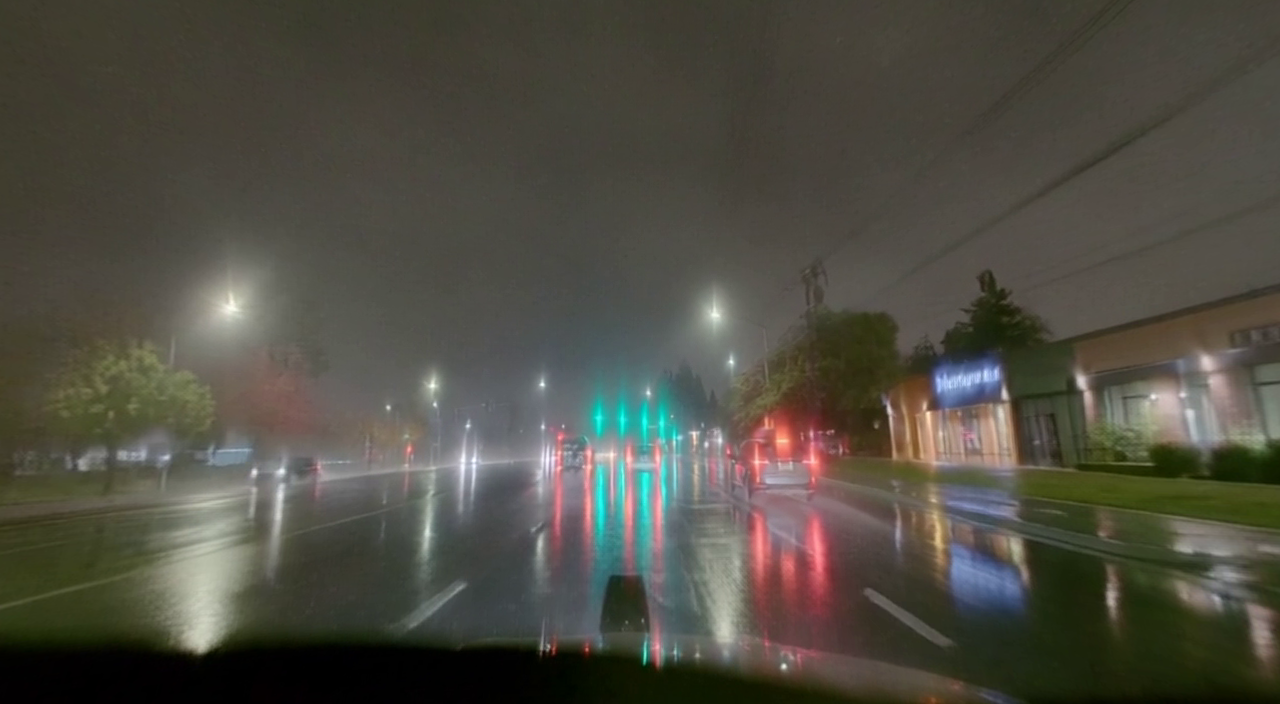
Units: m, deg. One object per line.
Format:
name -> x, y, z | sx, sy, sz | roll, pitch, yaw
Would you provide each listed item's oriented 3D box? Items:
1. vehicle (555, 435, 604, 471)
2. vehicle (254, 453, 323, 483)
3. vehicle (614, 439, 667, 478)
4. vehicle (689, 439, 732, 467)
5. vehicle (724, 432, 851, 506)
vehicle -> -3.108, 5.253, 33.073 | 2.023, 1.720, 4.452 | -1, -8, 2
vehicle -> -22.649, 7.475, 40.817 | 1.898, 1.743, 4.365 | -1, -8, 1
vehicle -> 0.082, 4.233, 25.304 | 1.971, 1.433, 3.923 | -1, -8, 2
vehicle -> 3.934, 5.741, 36.025 | 1.913, 1.463, 4.198 | 0, -8, -1
vehicle -> 3.308, 2.715, 15.084 | 1.948, 1.474, 4.360 | 0, -8, 0
